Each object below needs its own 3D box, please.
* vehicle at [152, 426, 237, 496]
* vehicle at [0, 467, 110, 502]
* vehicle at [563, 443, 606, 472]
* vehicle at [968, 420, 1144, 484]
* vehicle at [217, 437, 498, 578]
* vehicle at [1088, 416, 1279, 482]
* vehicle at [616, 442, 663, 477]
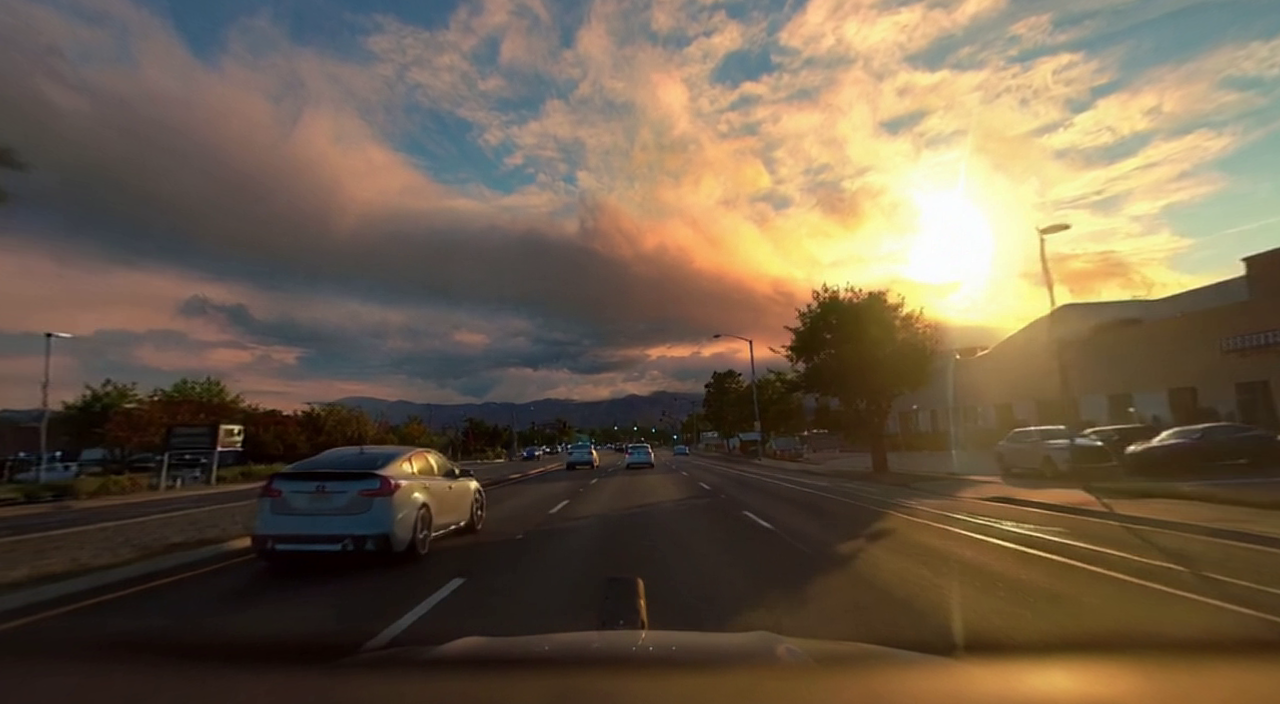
[{"bbox_3d":[-22.870,5.598,32.521,2.843,3.351,3.542,5,-10,-27],"label":"vehicle"},{"bbox_3d":[-28.923,6.522,31.008,3.910,1.501,1.985,-2,-8,5],"label":"vehicle"},{"bbox_3d":[-3.053,5.861,35.255,1.939,1.496,4.309,0,-9,1],"label":"vehicle"},{"bbox_3d":[12.934,3.159,20.103,2.072,1.769,5.000,0,-9,-2],"label":"vehicle"},{"bbox_3d":[-3.543,2.007,9.007,2.003,1.488,4.282,0,-8,0],"label":"vehicle"},{"bbox_3d":[16.192,2.899,18.958,1.930,1.713,4.756,0,-8,1],"label":"vehicle"},{"bbox_3d":[-0.030,4.919,29.104,2.019,1.459,4.005,0,-8,-1],"label":"vehicle"}]
